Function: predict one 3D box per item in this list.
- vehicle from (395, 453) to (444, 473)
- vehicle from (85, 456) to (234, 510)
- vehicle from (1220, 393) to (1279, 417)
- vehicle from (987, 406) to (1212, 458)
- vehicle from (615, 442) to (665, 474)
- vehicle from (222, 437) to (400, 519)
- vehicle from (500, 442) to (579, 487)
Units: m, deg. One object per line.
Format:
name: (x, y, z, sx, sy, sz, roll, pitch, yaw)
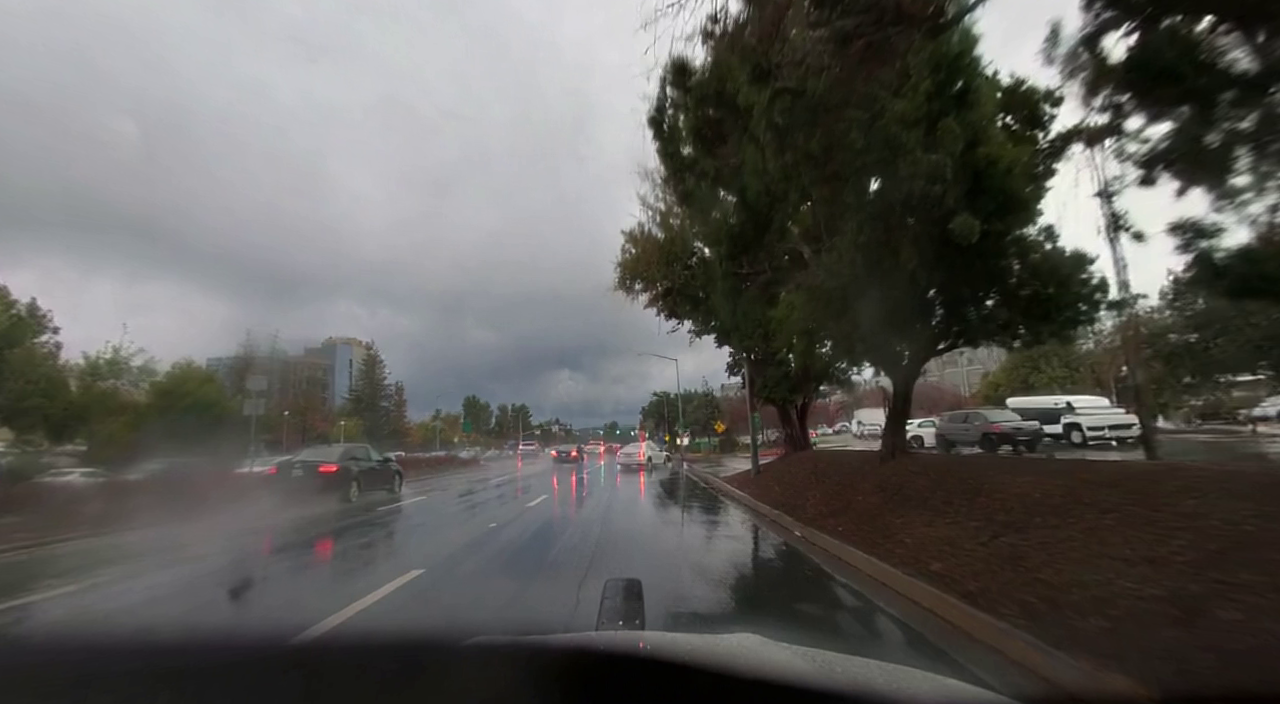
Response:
vehicle: (-17.090, 8.586, 49.188, 1.981, 1.431, 4.862, 0, -8, 1)
vehicle: (-17.111, 4.639, 22.837, 1.874, 1.626, 4.447, 0, -8, -1)
vehicle: (48.520, 4.154, 49.260, 1.786, 1.645, 4.272, 3, -10, -25)
vehicle: (13.544, 2.422, 18.915, 4.959, 1.455, 2.203, 0, -9, 1)
vehicle: (0.097, 5.383, 32.370, 2.208, 1.513, 4.504, -1, -8, 5)
vehicle: (-7.880, 3.025, 15.770, 2.054, 1.744, 4.422, 0, -8, 0)
vehicle: (-3.657, 4.191, 23.901, 2.235, 1.500, 4.420, 0, -8, 0)
